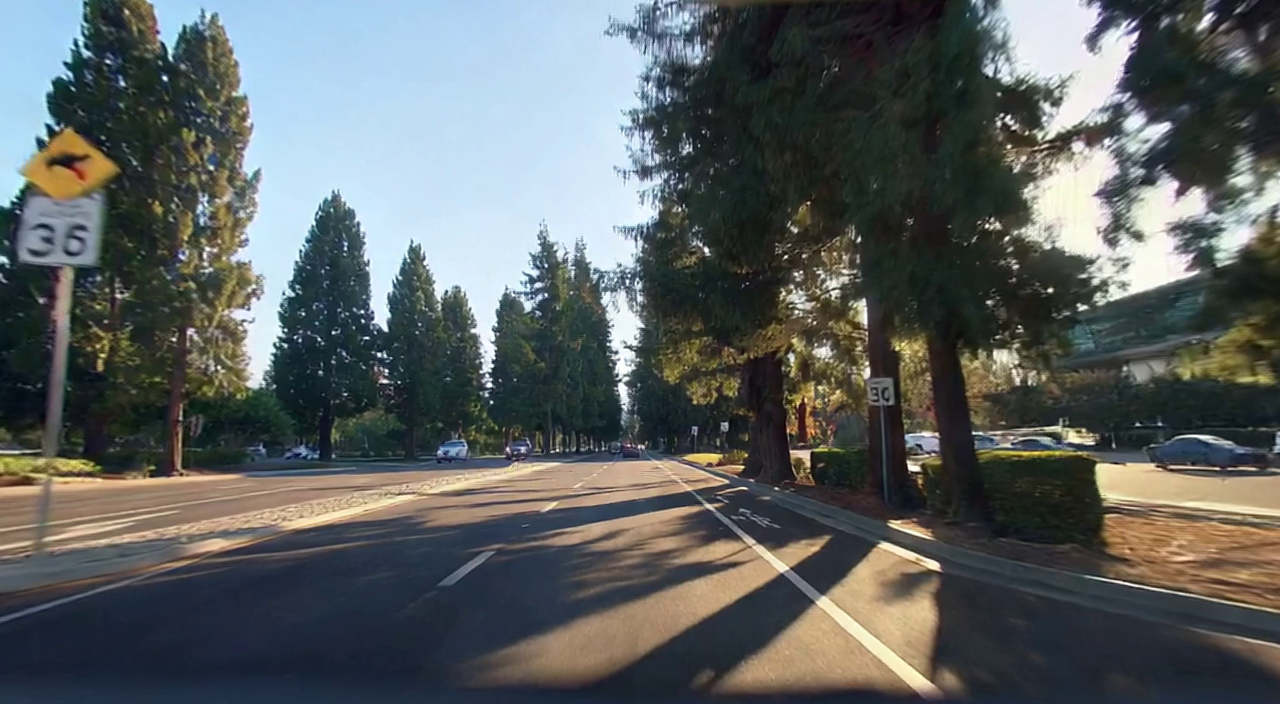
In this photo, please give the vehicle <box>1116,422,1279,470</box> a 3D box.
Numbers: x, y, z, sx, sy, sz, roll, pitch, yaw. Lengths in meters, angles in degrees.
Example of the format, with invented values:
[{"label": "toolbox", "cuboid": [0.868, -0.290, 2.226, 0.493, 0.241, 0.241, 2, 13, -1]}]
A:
[{"label": "vehicle", "cuboid": [20.121, 3.447, 22.951, 1.963, 1.466, 4.355, -3, -9, -1]}]
